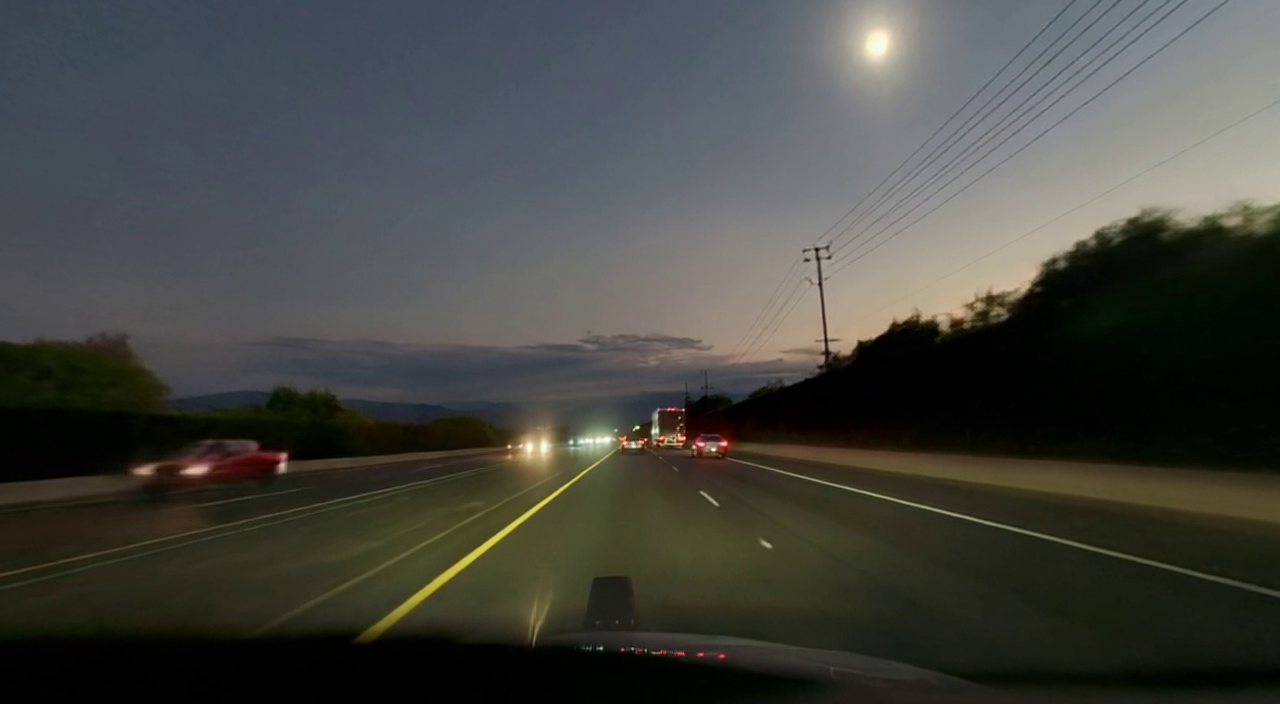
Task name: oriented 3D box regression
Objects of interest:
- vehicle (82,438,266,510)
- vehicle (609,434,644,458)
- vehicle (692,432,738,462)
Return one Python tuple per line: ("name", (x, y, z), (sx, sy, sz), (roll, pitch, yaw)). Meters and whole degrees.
("vehicle", (-13.117, 3.398, 18.175), (2.119, 1.787, 4.146), (0, -7, -1))
("vehicle", (-0.850, 6.079, 40.859), (2.163, 1.466, 3.693), (0, -7, -1))
("vehicle", (4.149, 5.281, 35.429), (1.930, 1.573, 3.853), (0, -7, -2))
